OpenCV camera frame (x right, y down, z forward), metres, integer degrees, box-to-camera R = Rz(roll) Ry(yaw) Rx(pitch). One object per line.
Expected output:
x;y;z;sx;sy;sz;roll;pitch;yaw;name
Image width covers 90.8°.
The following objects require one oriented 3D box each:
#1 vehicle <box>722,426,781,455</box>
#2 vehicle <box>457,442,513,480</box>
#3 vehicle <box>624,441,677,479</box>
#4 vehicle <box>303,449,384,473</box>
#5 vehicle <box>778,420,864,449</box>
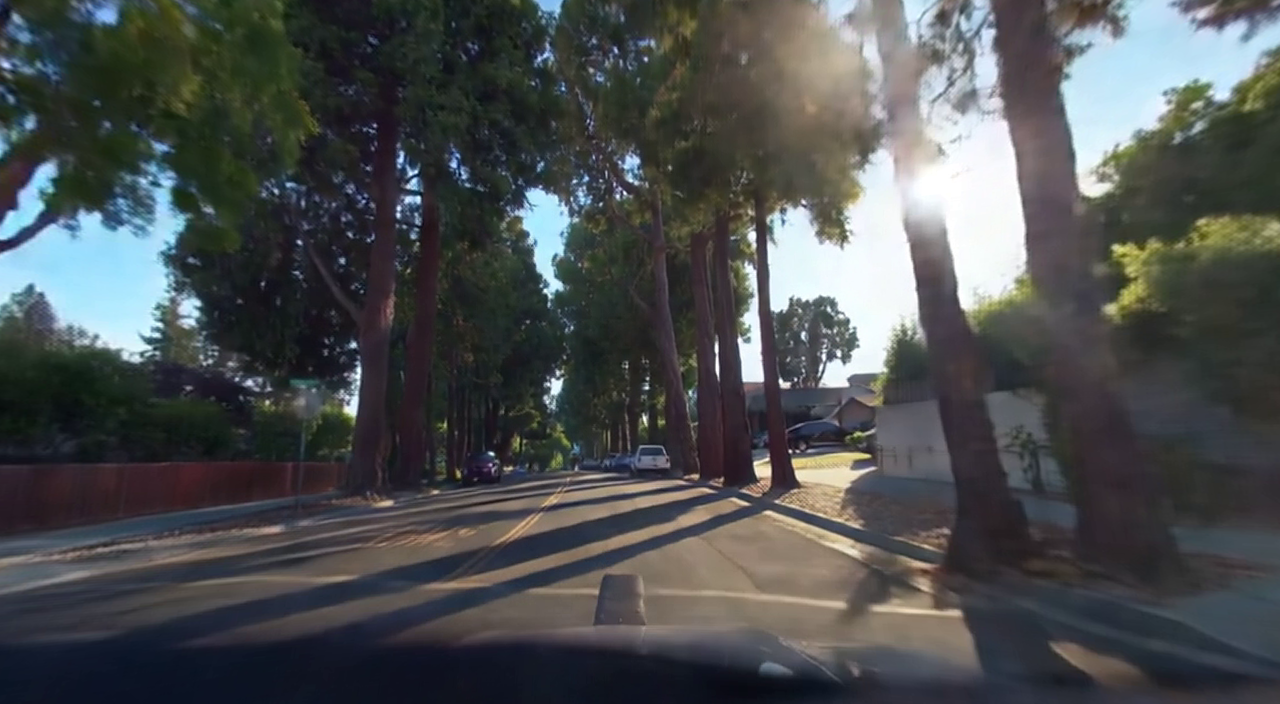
7.713;6.106;43.401;2.100;1.857;4.611;-7;-10;36;vehicle
-7.851;5.512;32.382;2.155;1.729;4.799;0;-7;-7;vehicle
0.456;5.642;33.408;2.229;1.826;4.611;0;-8;-7;vehicle
-19.578;7.207;41.728;4.527;1.466;1.880;-2;-8;10;vehicle
10.626;4.907;37.382;4.639;1.634;2.005;-2;-8;8;vehicle
